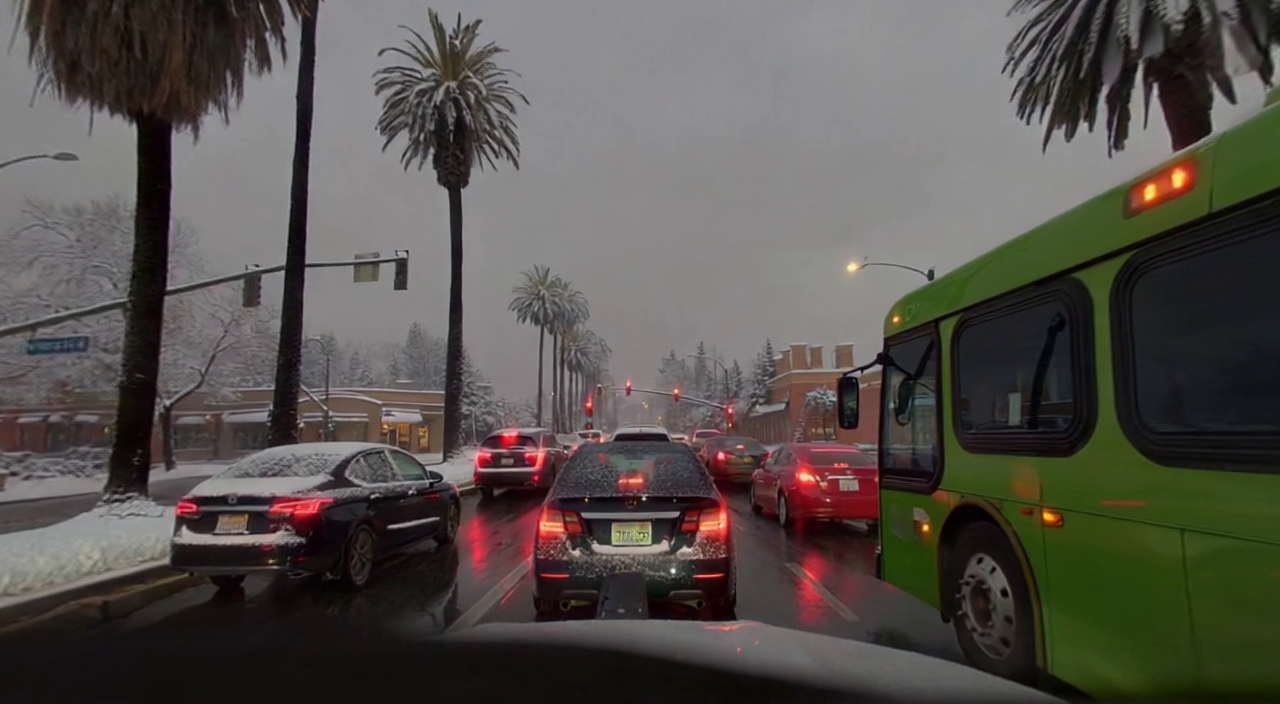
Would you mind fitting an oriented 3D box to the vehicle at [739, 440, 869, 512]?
[{"bbox_3d":[3.720,2.881,15.216,1.989,1.467,4.364,0,-9,1],"label":"vehicle"}]

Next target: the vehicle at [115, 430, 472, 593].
[{"bbox_3d":[-3.627,1.724,7.716,1.919,1.415,4.178,0,-9,1],"label":"vehicle"}]

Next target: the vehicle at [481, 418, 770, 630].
[{"bbox_3d":[-0.113,1.525,6.516,2.060,1.499,3.831,0,-9,0],"label":"vehicle"}]

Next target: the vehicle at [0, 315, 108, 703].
[{"bbox_3d":[-3.567,0.469,0.314,2.145,1.824,4.974,0,-9,2],"label":"vehicle"}]
